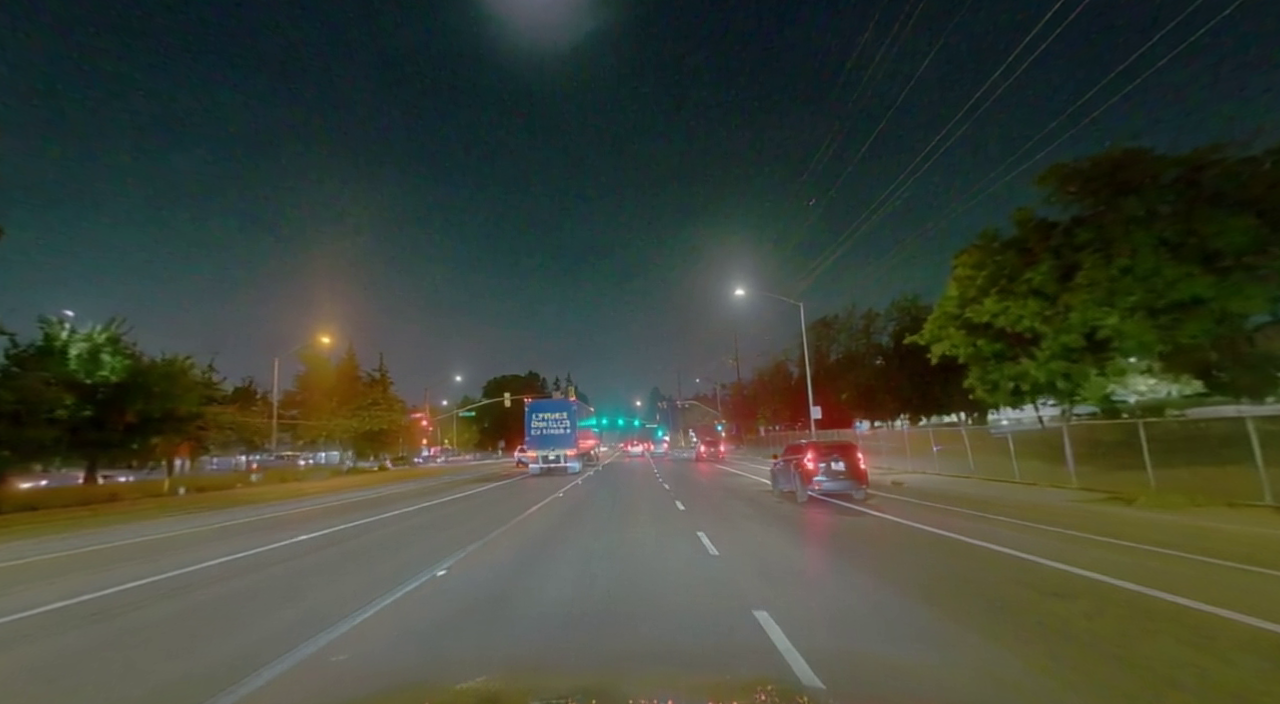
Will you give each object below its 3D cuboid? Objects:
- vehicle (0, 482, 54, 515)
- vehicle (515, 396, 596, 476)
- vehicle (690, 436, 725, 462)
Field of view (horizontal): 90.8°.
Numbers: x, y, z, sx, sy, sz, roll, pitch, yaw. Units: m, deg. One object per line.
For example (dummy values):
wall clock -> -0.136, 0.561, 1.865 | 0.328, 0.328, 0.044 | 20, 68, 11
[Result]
vehicle -> -33.826, 7.802, 33.653 | 1.715, 1.452, 3.933 | 1, -8, -7
vehicle -> -3.905, 4.187, 31.148 | 2.889, 3.347, 8.285 | 0, -8, 0
vehicle -> 4.576, 6.679, 43.471 | 2.102, 1.662, 4.533 | -1, -8, 2
